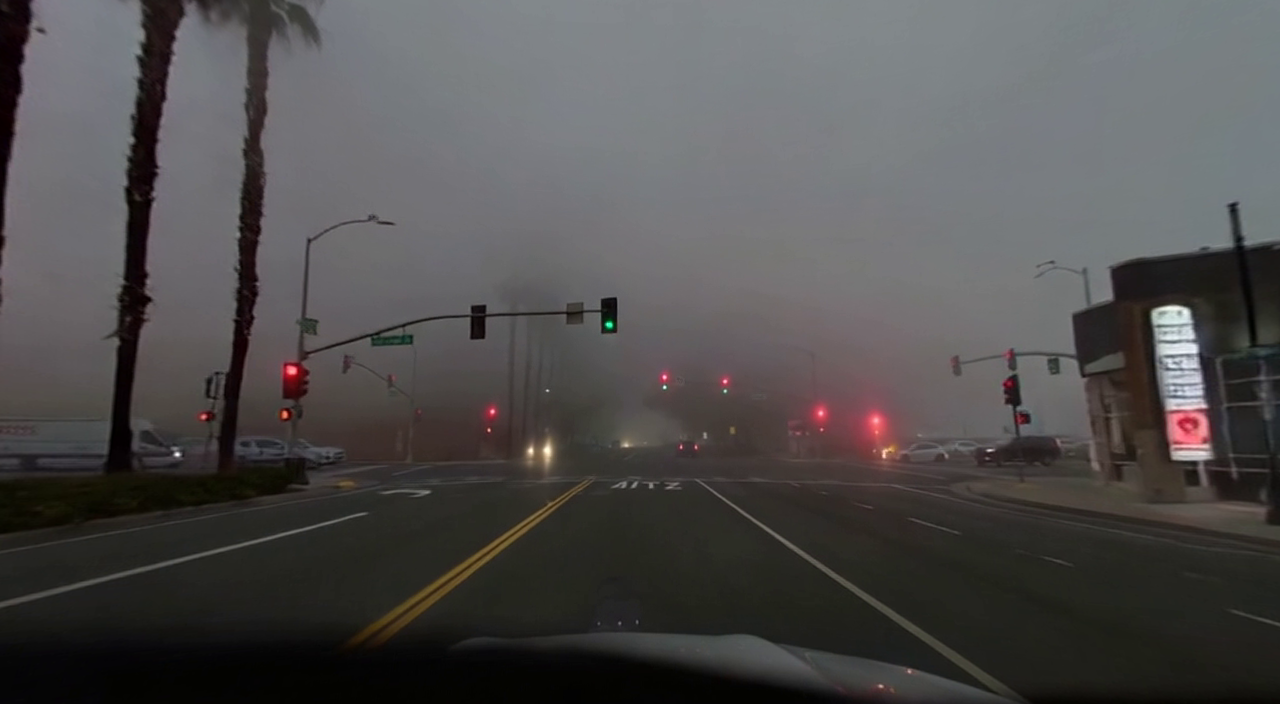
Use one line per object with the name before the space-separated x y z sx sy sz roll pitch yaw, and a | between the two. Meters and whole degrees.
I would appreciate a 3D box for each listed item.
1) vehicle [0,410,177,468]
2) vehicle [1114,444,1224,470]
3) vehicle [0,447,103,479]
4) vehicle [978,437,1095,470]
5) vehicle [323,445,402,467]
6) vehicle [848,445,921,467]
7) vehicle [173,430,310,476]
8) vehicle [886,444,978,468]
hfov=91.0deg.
vehicle | -35.480 5.199 37.802 12.726 3.308 3.114 0 -7 0
vehicle | 31.365 6.205 37.391 4.701 1.463 1.989 0 -9 -1
vehicle | -28.787 5.251 29.997 4.538 1.446 2.028 0 -8 1
vehicle | 23.362 5.983 37.218 5.509 1.873 2.123 0 -9 -2
vehicle | -19.339 7.274 44.063 4.791 1.487 2.002 2 -9 -15
vehicle | 17.484 7.442 45.119 4.451 1.494 1.857 0 -9 3
vehicle | -18.849 4.788 29.981 4.901 2.064 2.296 0 -8 0
vehicle | 18.895 6.719 40.832 4.977 1.508 1.948 0 -9 0
